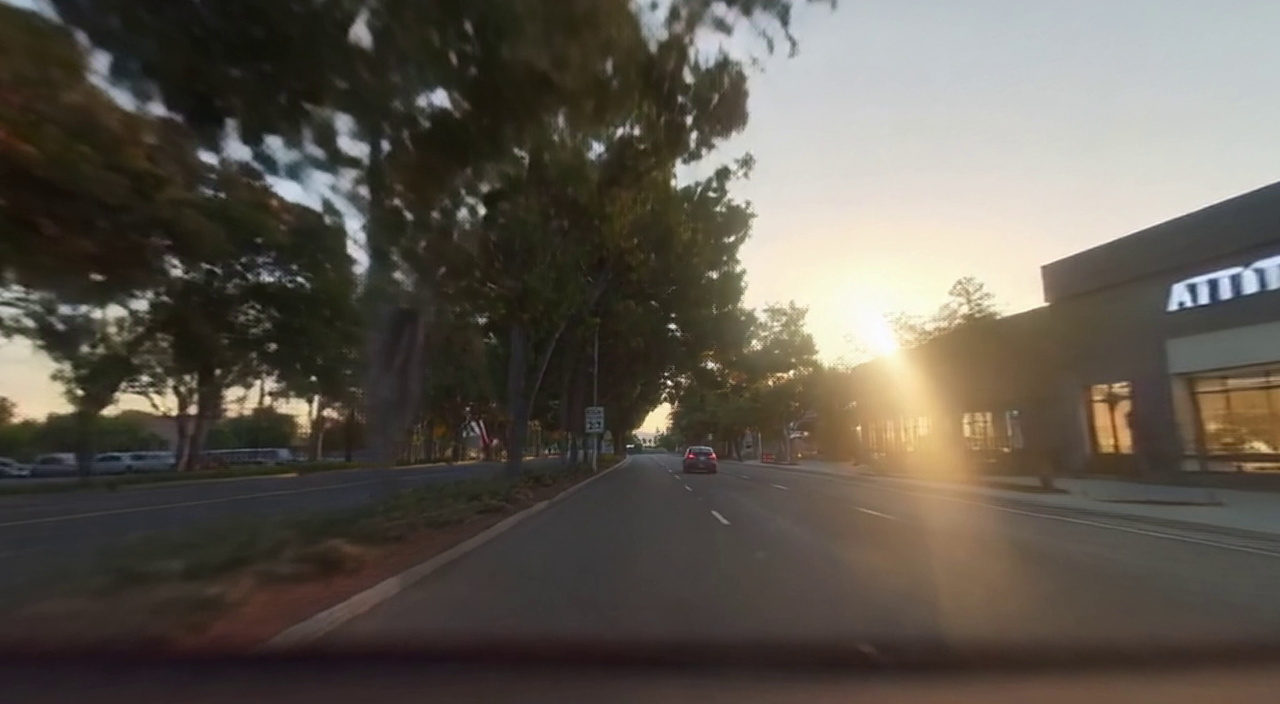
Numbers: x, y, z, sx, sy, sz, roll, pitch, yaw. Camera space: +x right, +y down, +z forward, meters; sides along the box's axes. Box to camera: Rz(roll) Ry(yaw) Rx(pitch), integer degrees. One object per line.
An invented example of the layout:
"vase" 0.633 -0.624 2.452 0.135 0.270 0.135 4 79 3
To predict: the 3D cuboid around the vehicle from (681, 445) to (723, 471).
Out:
"vehicle" 3.674 6.385 38.135 2.015 1.479 4.444 0 -9 -1
